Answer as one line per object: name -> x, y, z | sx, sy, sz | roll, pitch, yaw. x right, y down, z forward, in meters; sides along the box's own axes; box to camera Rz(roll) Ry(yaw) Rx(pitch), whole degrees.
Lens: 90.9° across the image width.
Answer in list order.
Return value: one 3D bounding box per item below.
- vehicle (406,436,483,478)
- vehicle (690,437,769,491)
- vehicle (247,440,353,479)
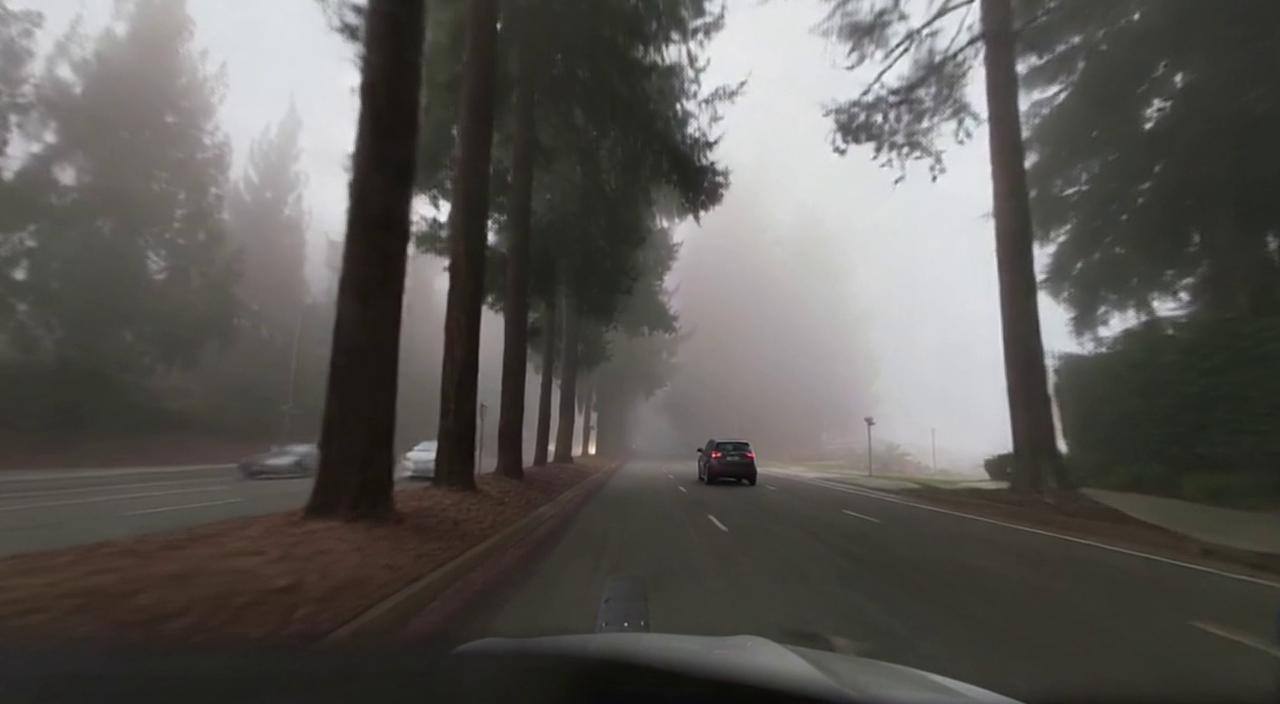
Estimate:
vehicle -> -8.569, 4.629, 28.046 | 2.070, 1.703, 4.301 | 0, -8, 0
vehicle -> 3.037, 3.912, 22.453 | 2.108, 1.712, 4.616 | 0, -8, -1
vehicle -> -14.408, 4.558, 27.022 | 2.094, 1.504, 4.283 | 0, -8, 1
